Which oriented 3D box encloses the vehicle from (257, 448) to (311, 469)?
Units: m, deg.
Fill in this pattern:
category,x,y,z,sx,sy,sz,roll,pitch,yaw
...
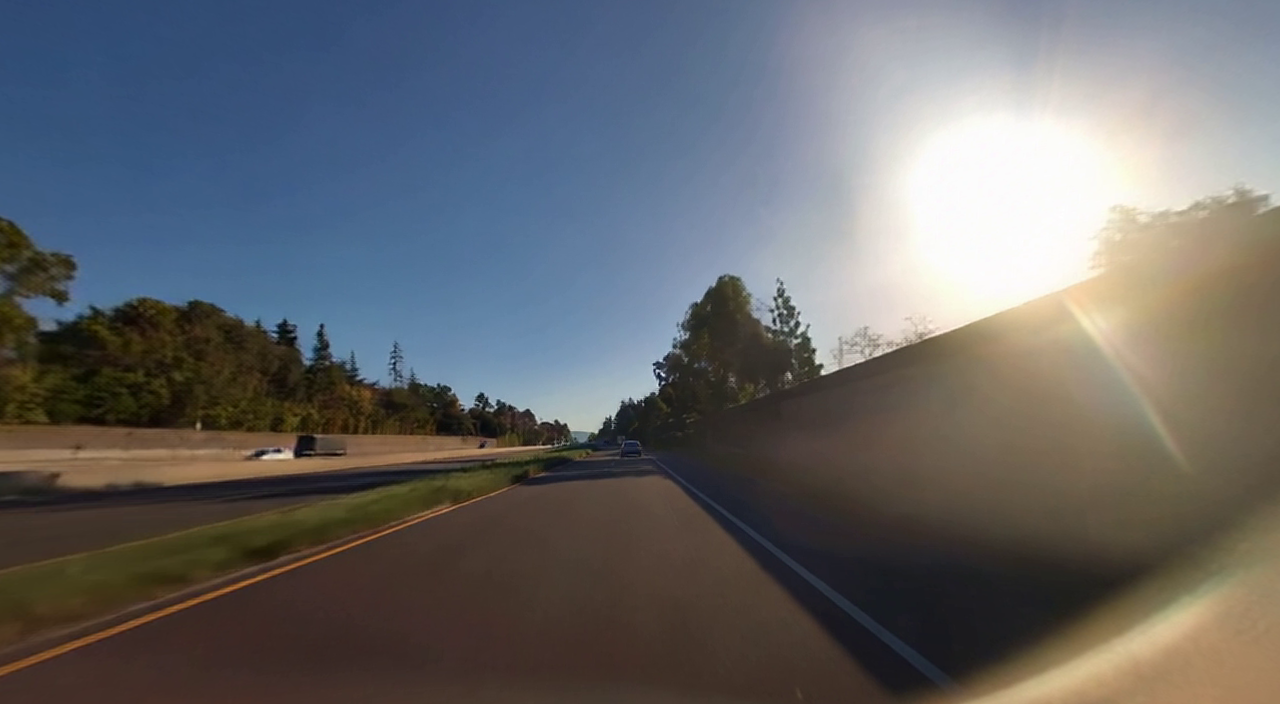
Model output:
category,x,y,z,sx,sy,sz,roll,pitch,yaw
vehicle,-26.585,7.938,47.113,1.812,1.467,4.539,0,-8,-6
